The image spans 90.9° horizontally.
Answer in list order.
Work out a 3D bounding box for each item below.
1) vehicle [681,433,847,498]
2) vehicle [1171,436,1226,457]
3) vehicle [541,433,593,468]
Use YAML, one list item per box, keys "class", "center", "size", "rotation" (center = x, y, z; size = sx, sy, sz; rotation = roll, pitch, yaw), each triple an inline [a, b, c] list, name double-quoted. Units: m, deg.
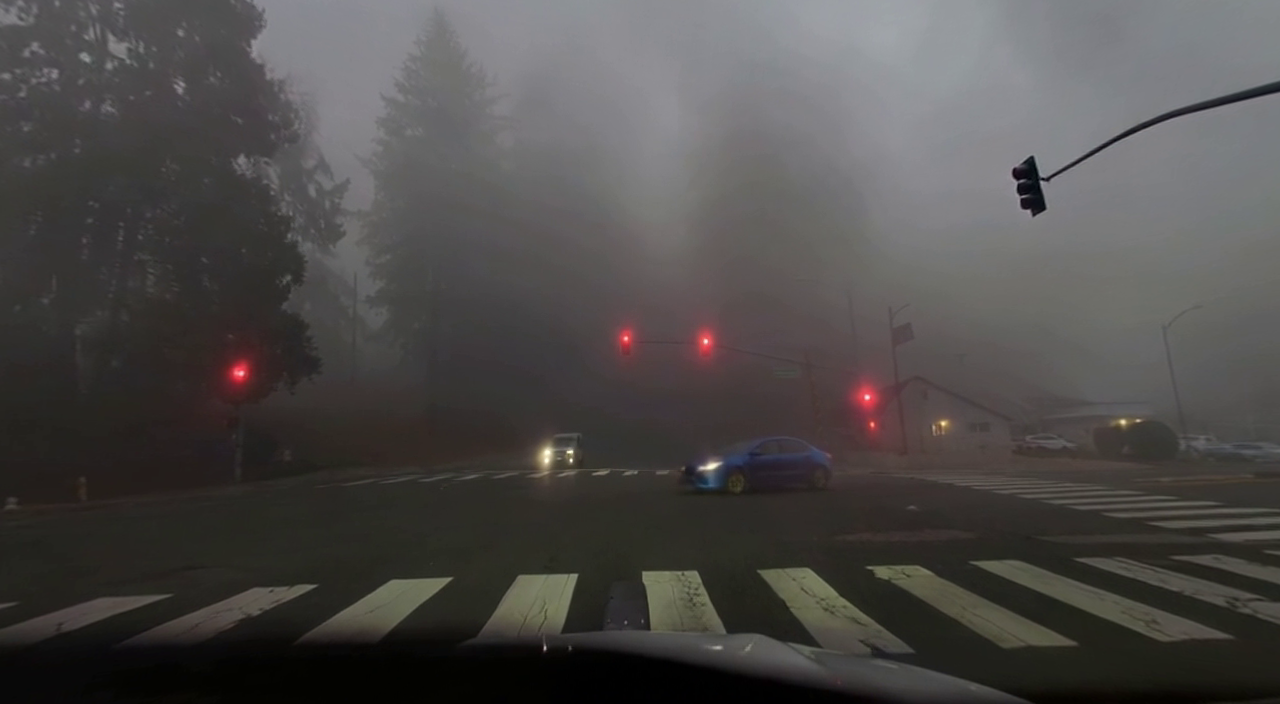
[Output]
- class: "vehicle"
  center: [3.419, 3.011, 17.117]
  size: [4.377, 1.523, 1.877]
  rotation: [6, -10, -35]
- class: "vehicle"
  center: [42.854, 7.241, 48.293]
  size: [4.133, 1.561, 1.824]
  rotation: [5, -10, -30]
- class: "vehicle"
  center: [-3.663, 5.049, 32.445]
  size: [2.140, 1.638, 4.259]
  rotation: [0, -8, 0]
